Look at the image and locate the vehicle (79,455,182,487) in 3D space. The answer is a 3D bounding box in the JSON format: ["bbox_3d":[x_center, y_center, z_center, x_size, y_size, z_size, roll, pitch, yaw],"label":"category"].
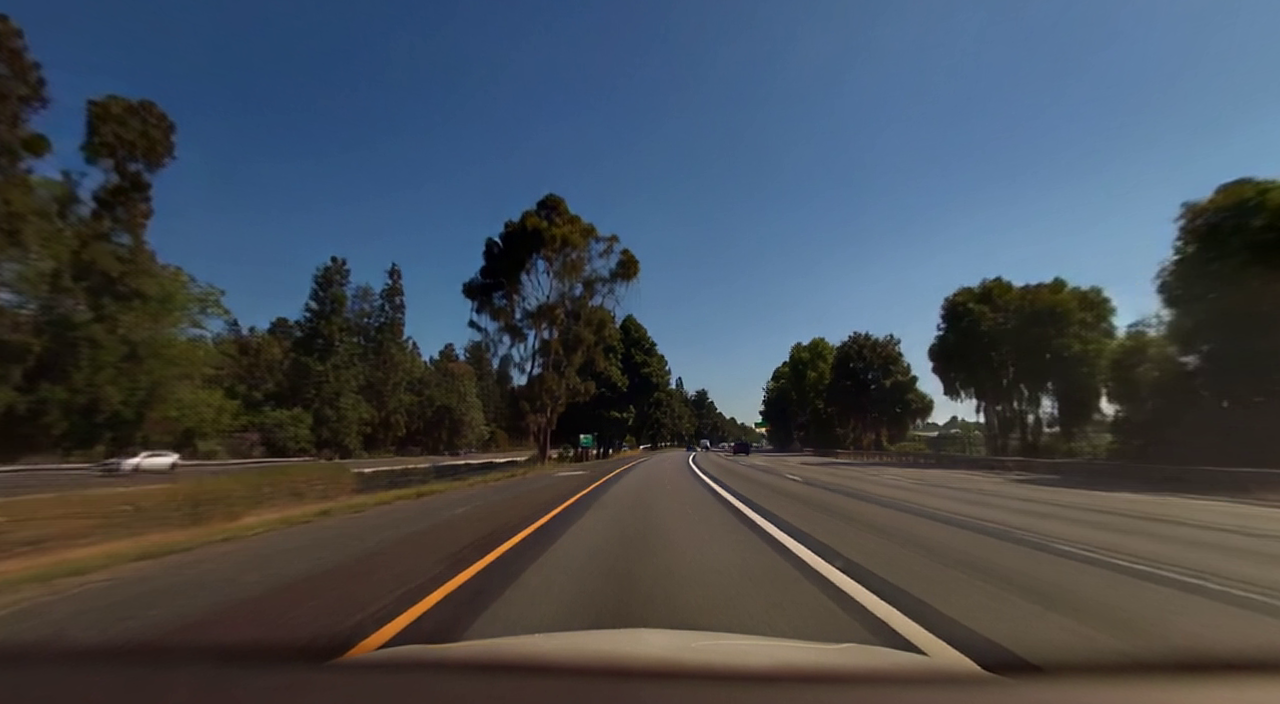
[{"bbox_3d":[-29.628,6.908,36.893,1.911,1.616,4.812,0,-9,2],"label":"vehicle"}]
